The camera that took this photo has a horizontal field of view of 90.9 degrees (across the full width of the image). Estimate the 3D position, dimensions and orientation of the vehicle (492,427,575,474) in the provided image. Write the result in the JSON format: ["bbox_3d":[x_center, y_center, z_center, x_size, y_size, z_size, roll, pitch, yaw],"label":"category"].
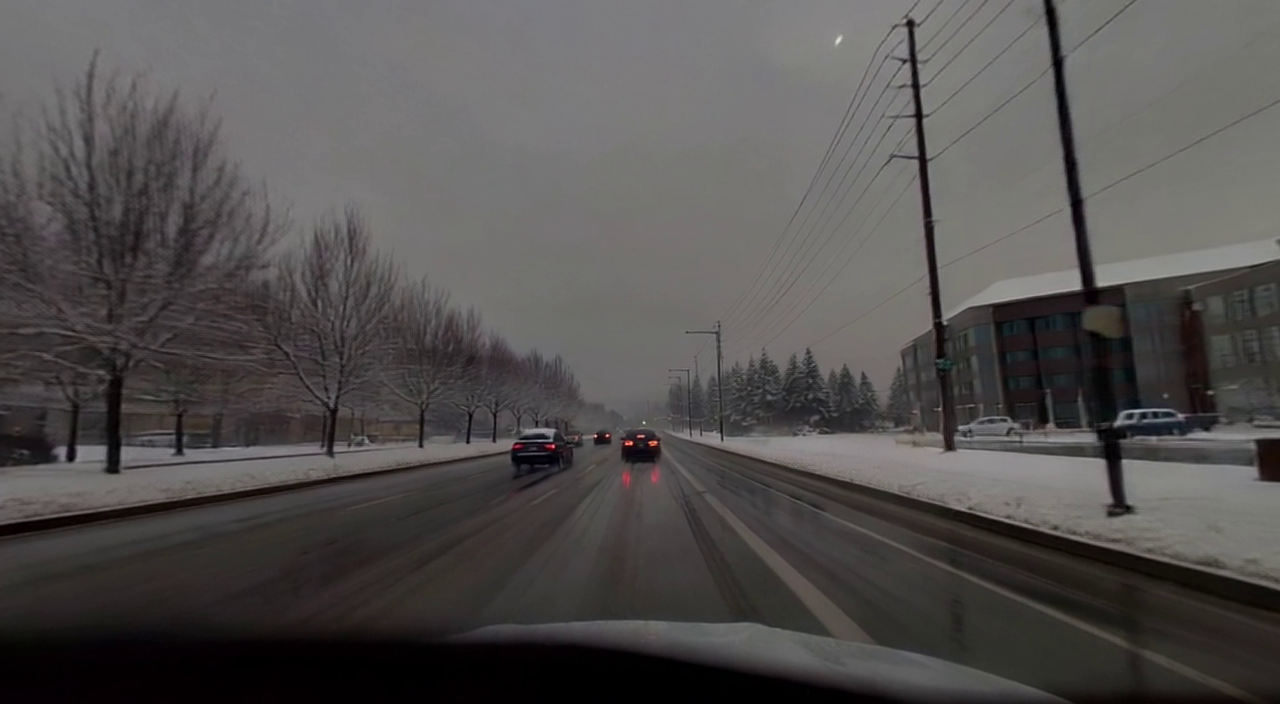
[{"bbox_3d":[-3.627,3.476,22.479,1.942,1.462,4.905,-1,-8,2],"label":"vehicle"}]

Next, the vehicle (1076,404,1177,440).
[{"bbox_3d":[21.991,3.262,28.754,1.833,1.471,4.656,-2,-8,14],"label":"vehicle"}]

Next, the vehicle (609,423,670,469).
[{"bbox_3d":[-0.014,3.730,25.049,2.199,1.652,4.101,0,-8,0],"label":"vehicle"}]

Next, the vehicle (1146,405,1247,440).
[{"bbox_3d":[24.473,3.175,27.901,1.741,1.416,3.831,-2,-8,15],"label":"vehicle"}]
